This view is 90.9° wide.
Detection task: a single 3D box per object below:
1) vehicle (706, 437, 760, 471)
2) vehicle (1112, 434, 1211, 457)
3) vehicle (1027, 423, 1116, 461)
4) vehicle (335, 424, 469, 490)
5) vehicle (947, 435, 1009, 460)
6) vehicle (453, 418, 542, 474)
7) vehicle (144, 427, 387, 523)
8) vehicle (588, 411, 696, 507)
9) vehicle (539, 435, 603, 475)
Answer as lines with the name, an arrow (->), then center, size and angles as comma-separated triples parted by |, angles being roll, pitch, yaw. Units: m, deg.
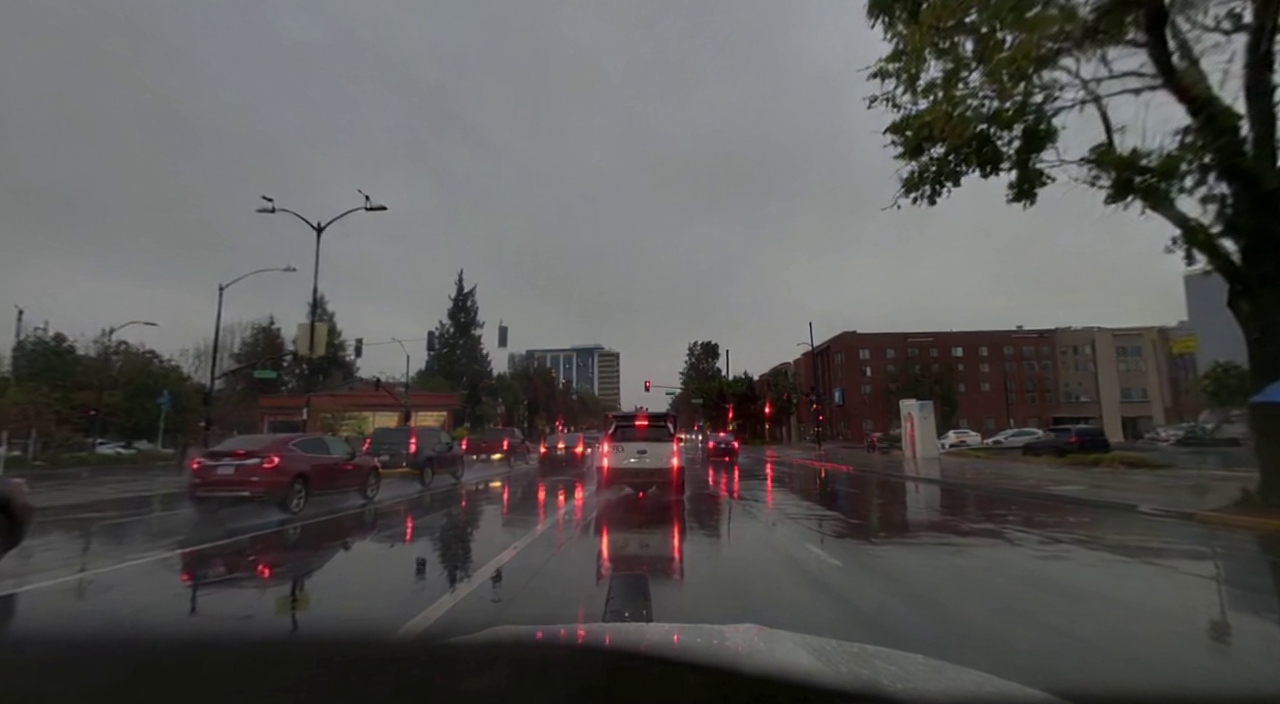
vehicle -> 4.222, 4.702, 29.308 | 2.023, 1.441, 4.240 | 0, -8, 2
vehicle -> 30.440, 5.475, 36.867 | 4.176, 1.313, 1.719 | 0, -8, 3
vehicle -> 20.198, 4.203, 29.467 | 4.156, 1.622, 1.924 | 6, -10, -34
vehicle -> -6.633, 2.979, 18.201 | 1.941, 1.655, 4.503 | 0, -8, 2
vehicle -> 21.251, 5.990, 39.585 | 3.836, 1.443, 1.694 | 5, -10, -33
vehicle -> -5.802, 3.933, 26.364 | 2.496, 2.112, 4.351 | 0, -8, 3
vehicle -> -6.662, 2.215, 11.925 | 1.831, 1.451, 4.382 | 0, -8, 1
vehicle -> 0.065, 2.372, 14.274 | 2.064, 1.817, 4.298 | 0, -8, 1
vehicle -> -2.674, 4.136, 25.423 | 1.894, 1.461, 4.080 | 0, -8, 3
